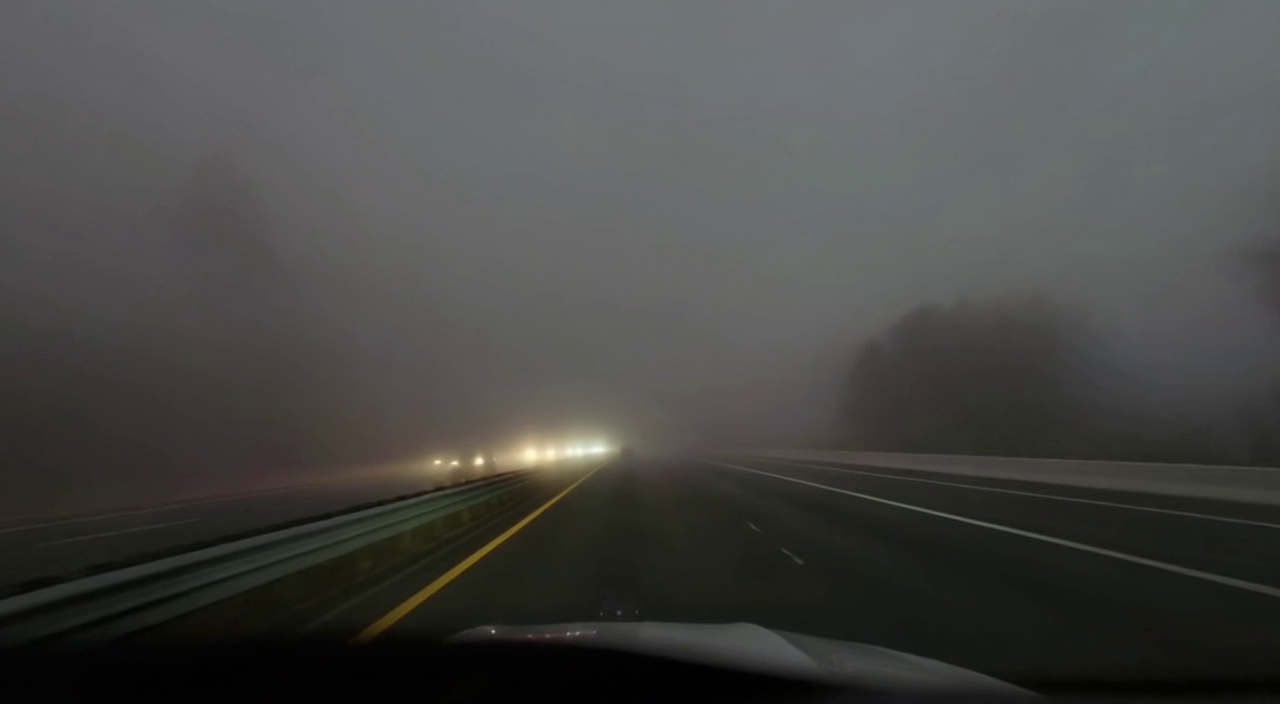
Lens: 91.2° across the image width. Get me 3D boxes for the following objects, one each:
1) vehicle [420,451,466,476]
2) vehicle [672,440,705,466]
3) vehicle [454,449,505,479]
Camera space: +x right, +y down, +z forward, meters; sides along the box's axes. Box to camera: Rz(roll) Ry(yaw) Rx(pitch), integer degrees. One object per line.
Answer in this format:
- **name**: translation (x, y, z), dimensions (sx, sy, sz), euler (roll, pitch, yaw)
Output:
- **vehicle**: translation (-13.327, 7.526, 42.652), dimensions (1.920, 1.572, 4.264), euler (0, -9, -3)
- **vehicle**: translation (3.291, 6.694, 41.743), dimensions (1.972, 1.614, 4.025), euler (-2, -9, 7)
- **vehicle**: translation (-8.891, 6.200, 35.070), dimensions (1.893, 1.548, 4.117), euler (0, -9, -2)
